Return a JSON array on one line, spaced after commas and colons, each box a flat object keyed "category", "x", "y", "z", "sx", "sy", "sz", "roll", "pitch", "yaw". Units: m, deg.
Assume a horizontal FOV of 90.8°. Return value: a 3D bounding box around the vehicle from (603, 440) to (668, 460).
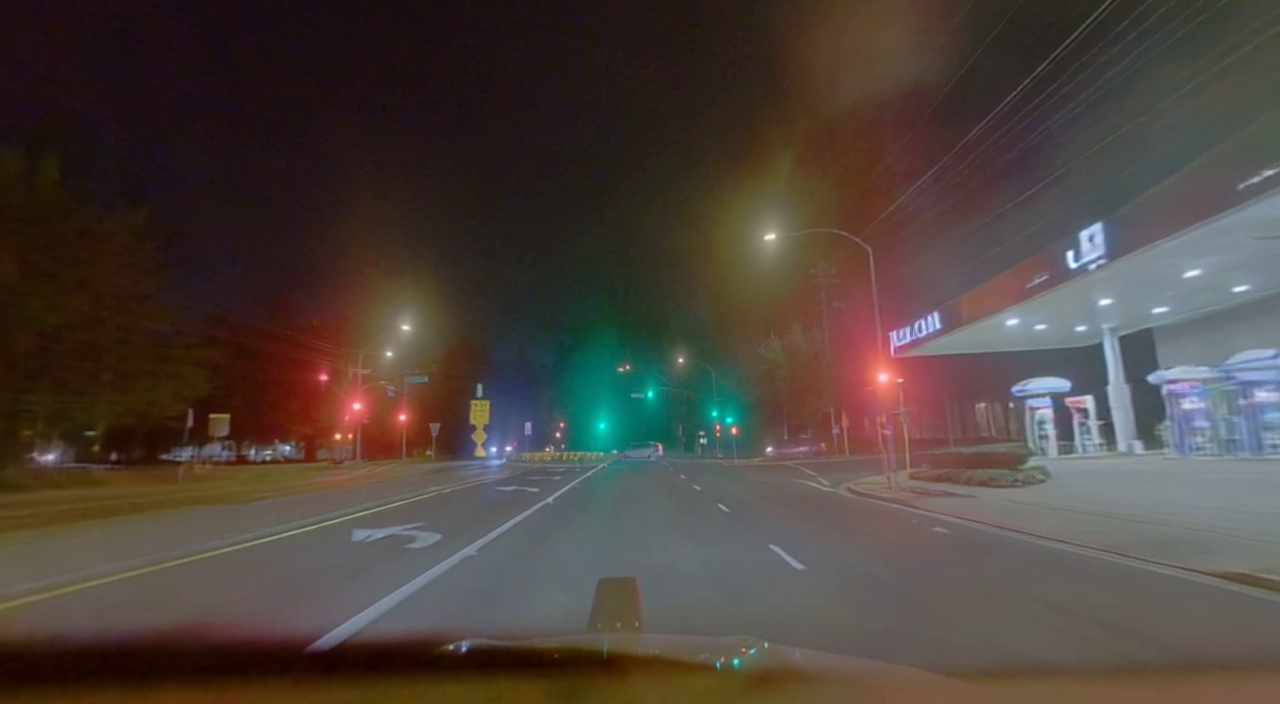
[{"category": "vehicle", "x": -0.373, "y": 7.608, "z": 49.266, "sx": 4.709, "sy": 1.501, "sz": 1.895, "roll": 3, "pitch": -9, "yaw": -19}]
